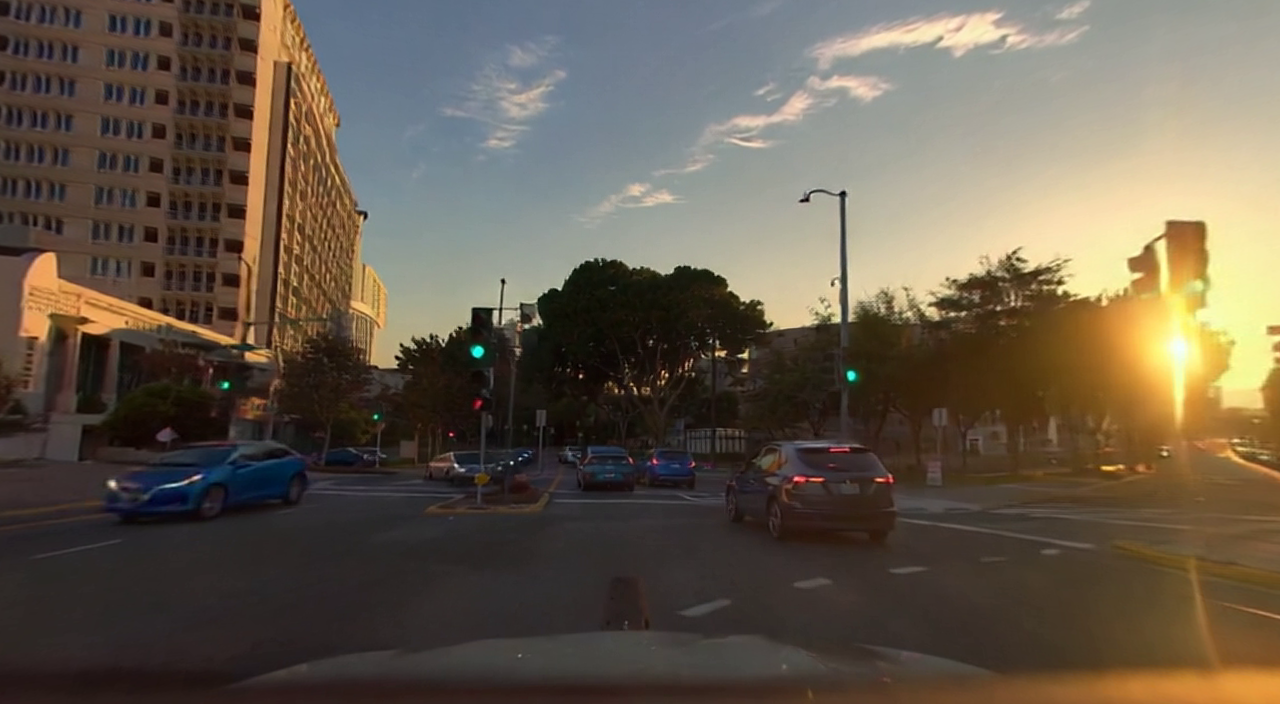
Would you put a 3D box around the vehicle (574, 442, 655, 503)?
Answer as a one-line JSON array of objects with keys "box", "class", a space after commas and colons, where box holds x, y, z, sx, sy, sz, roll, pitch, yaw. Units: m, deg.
[{"box": [-0.895, 3.587, 19.135, 2.132, 1.632, 3.889, 1, -9, -7], "class": "vehicle"}]

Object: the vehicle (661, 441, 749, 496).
[{"box": [2.154, 4.051, 22.302, 2.103, 1.710, 4.396, 1, -9, -7], "class": "vehicle"}]

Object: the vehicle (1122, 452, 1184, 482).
[{"box": [32.355, 7.238, 39.928, 2.094, 1.750, 5.139, -5, -10, 29], "class": "vehicle"}]

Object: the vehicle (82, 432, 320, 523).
[{"box": [-9.562, 2.762, 14.390, 2.303, 1.692, 4.571, 0, -9, -4], "class": "vehicle"}]

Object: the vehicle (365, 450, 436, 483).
[{"box": [-11.456, 5.486, 30.522, 2.013, 1.466, 4.430, 1, -9, -5], "class": "vehicle"}]

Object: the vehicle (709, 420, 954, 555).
[{"box": [2.863, 2.197, 10.968, 2.320, 1.772, 4.872, 1, -9, -6], "class": "vehicle"}]

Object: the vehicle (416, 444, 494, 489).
[{"box": [-7.373, 4.603, 25.567, 2.092, 1.629, 4.133, 0, -9, -3], "class": "vehicle"}]
